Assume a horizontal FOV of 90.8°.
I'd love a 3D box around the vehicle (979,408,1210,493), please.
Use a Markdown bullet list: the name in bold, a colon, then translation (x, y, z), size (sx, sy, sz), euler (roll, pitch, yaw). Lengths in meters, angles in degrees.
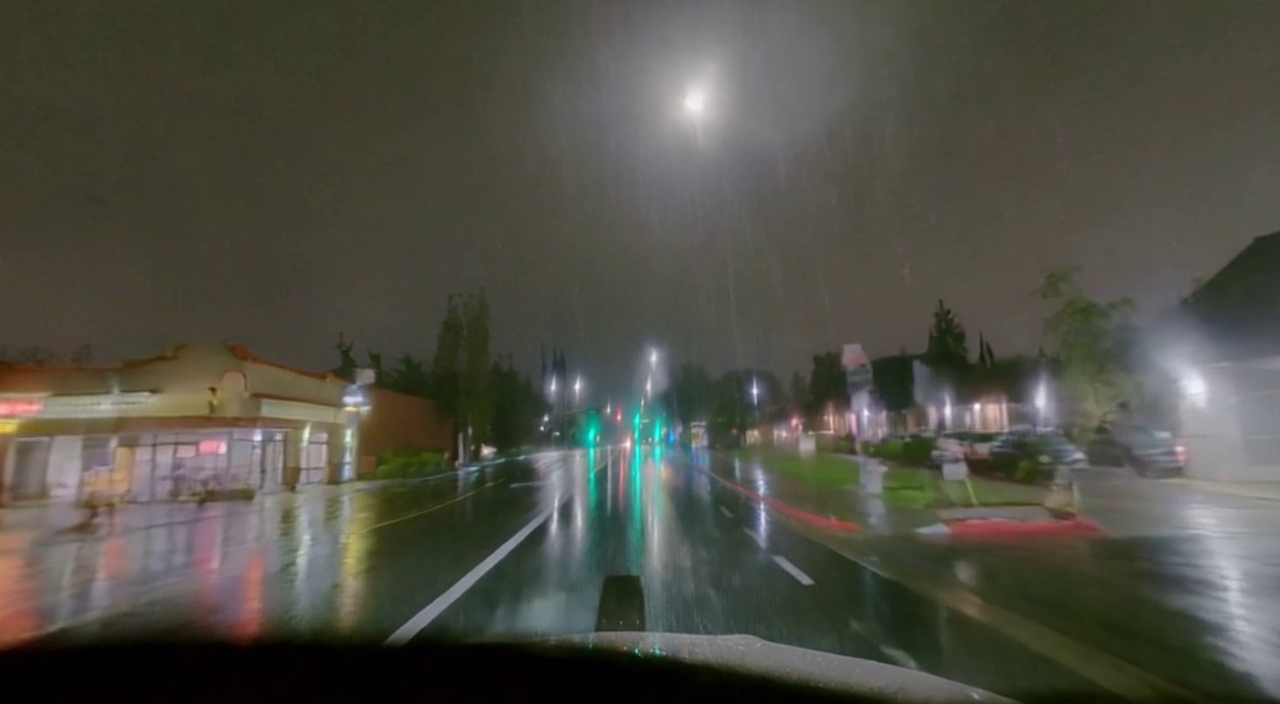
- **vehicle**: translation (11.083, 2.602, 15.955), size (2.001, 1.744, 4.449), euler (-1, -12, -9)
